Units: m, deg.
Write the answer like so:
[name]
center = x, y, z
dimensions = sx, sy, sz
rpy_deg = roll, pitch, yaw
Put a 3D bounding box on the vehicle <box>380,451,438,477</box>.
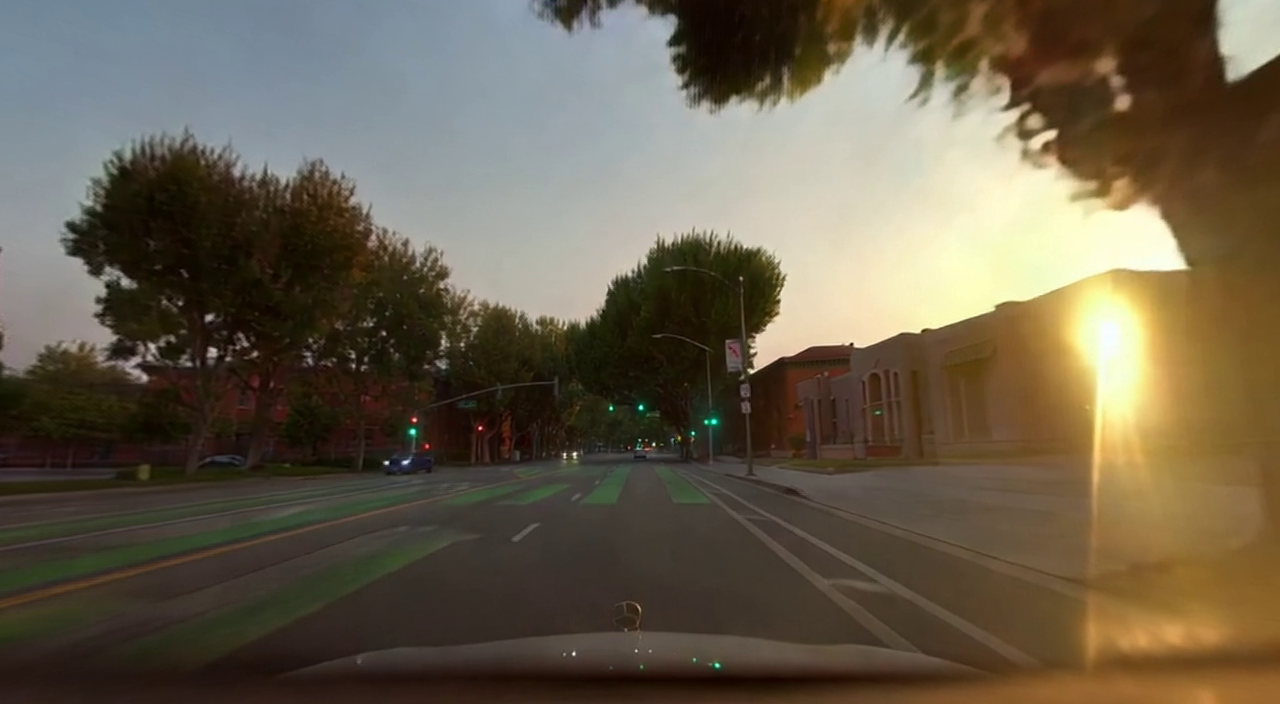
[vehicle]
center = -15.090, 7.317, 41.468
dimensions = 1.910, 1.544, 4.387
rpy_deg = -1, -8, 4
